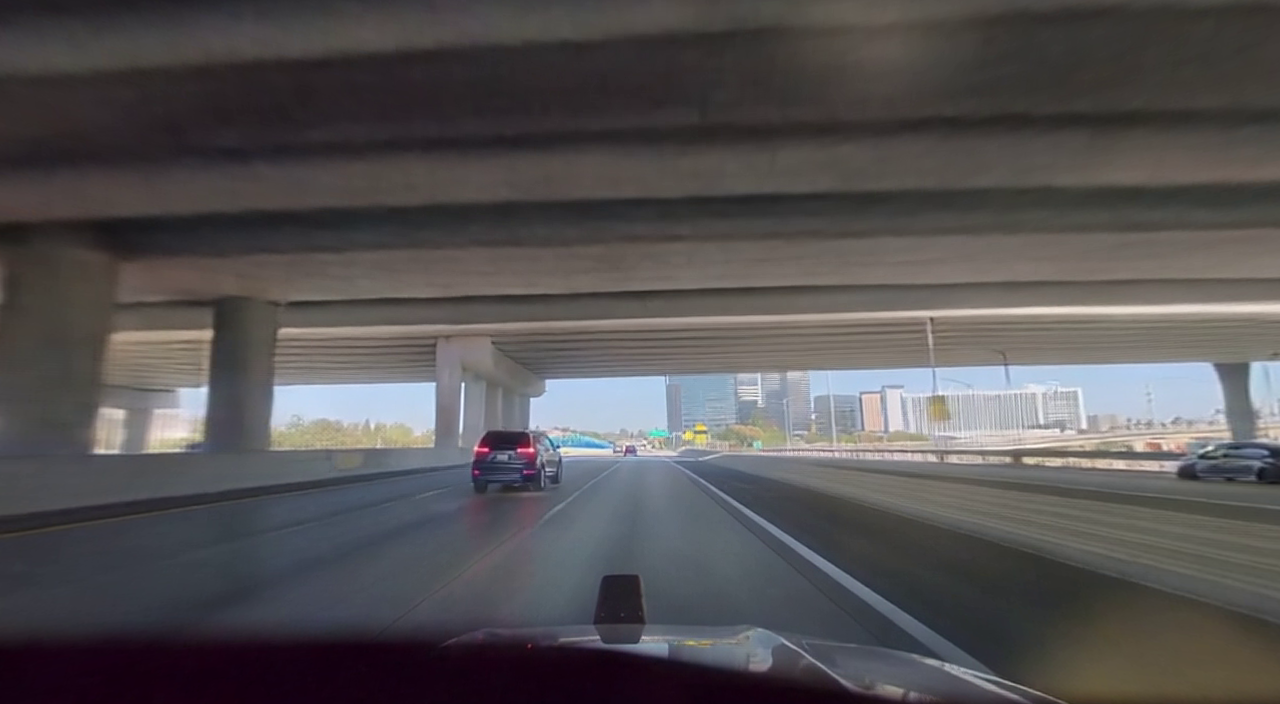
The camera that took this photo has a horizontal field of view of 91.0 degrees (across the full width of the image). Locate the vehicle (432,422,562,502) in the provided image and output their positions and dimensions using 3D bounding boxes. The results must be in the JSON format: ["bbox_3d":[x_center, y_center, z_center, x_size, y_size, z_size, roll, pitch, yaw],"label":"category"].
[{"bbox_3d":[-3.427,2.760,16.198,2.203,1.734,4.600,0,-9,1],"label":"vehicle"}]
